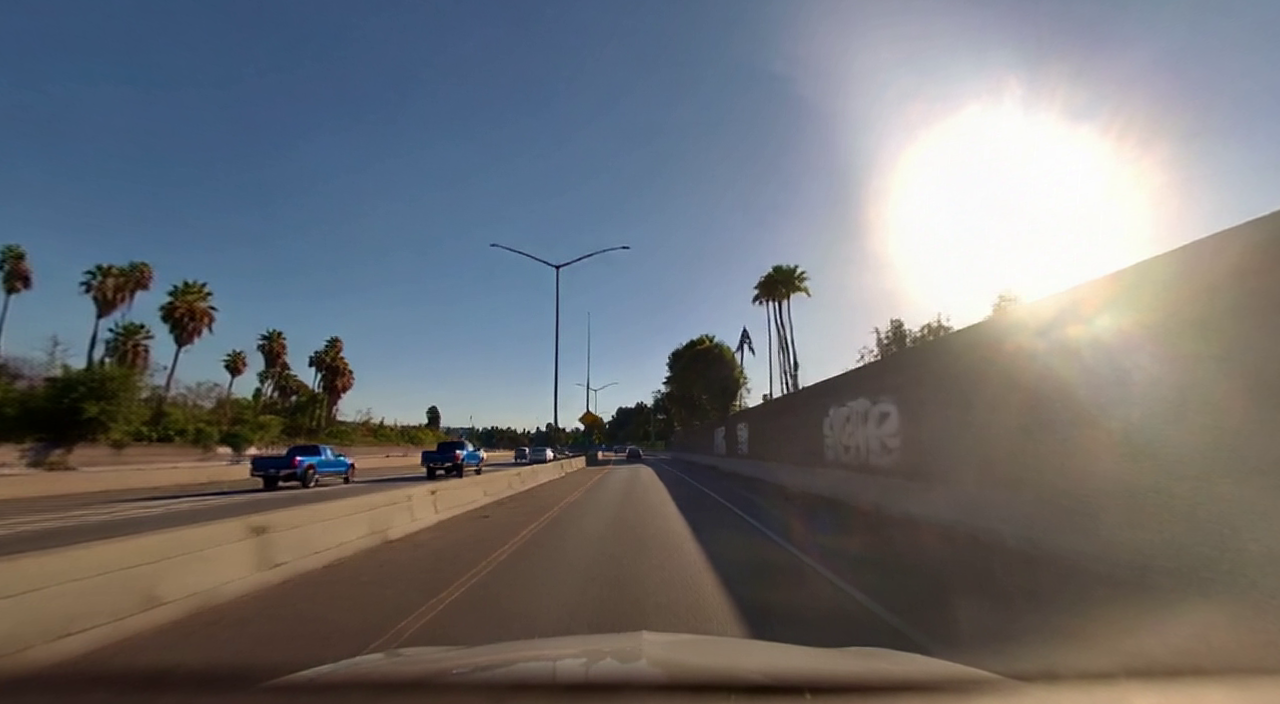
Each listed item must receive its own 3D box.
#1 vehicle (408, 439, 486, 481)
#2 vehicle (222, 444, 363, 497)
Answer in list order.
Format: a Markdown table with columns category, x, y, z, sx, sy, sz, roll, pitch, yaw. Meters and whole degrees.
| category | x | y | z | sx | sy | sz | roll | pitch | yaw |
| --- | --- | --- | --- | --- | --- | --- | --- | --- | --- |
| vehicle | -10.057 | 5.682 | 33.471 | 2.342 | 1.999 | 5.594 | 0 | -9 | 0 |
| vehicle | -13.846 | 4.702 | 25.725 | 2.272 | 1.882 | 5.941 | 0 | -9 | 1 |
